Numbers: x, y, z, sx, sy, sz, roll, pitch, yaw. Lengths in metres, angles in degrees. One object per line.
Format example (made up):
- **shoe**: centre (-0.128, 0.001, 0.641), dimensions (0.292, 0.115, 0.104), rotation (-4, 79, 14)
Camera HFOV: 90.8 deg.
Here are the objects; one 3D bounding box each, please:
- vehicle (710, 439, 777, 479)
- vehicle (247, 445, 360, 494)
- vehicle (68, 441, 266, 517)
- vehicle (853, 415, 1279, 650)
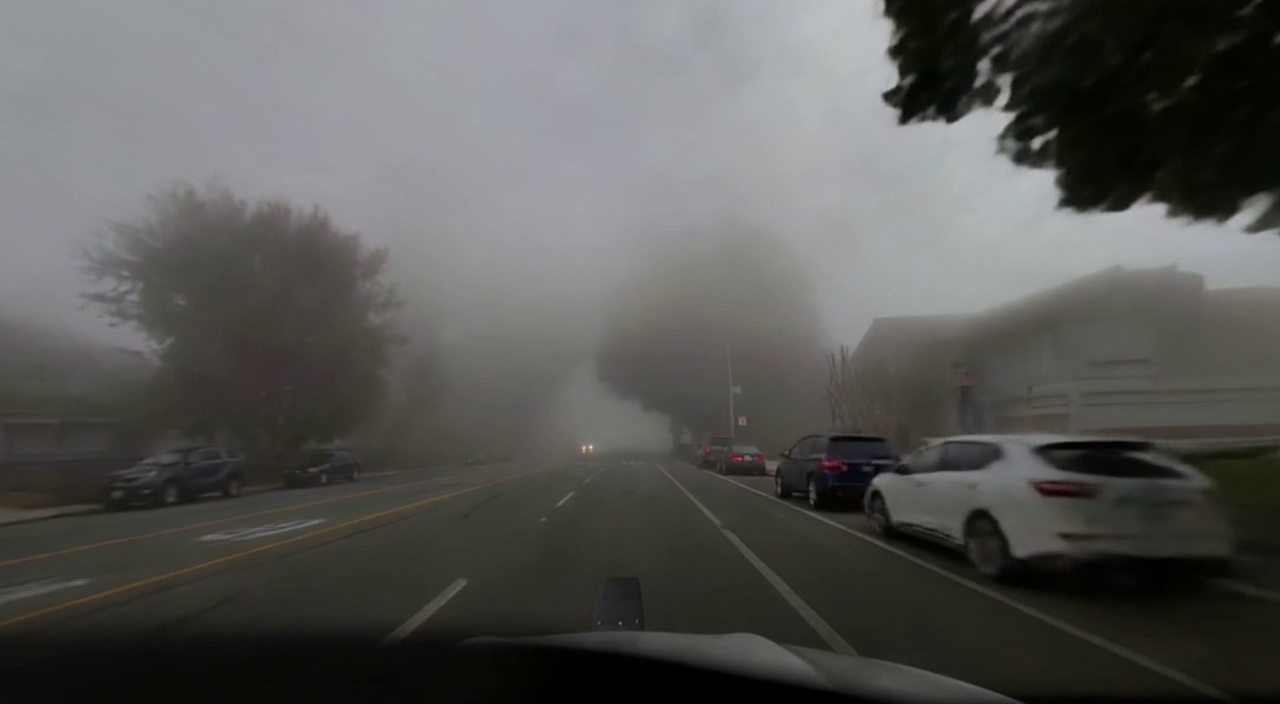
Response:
- **vehicle**: centre (4.087, 4.260, 25.590), dimensions (1.845, 1.443, 4.531), rotation (0, -8, -1)
- **vehicle**: centre (-13.861, 4.826, 26.422), dimensions (2.239, 1.645, 4.700), rotation (-2, -7, -1)
- **vehicle**: centre (-13.613, 3.617, 18.728), dimensions (2.220, 1.747, 4.980), rotation (-3, -7, -2)
- **vehicle**: centre (4.156, 1.536, 6.730), dimensions (1.975, 1.531, 5.012), rotation (0, -8, -1)
